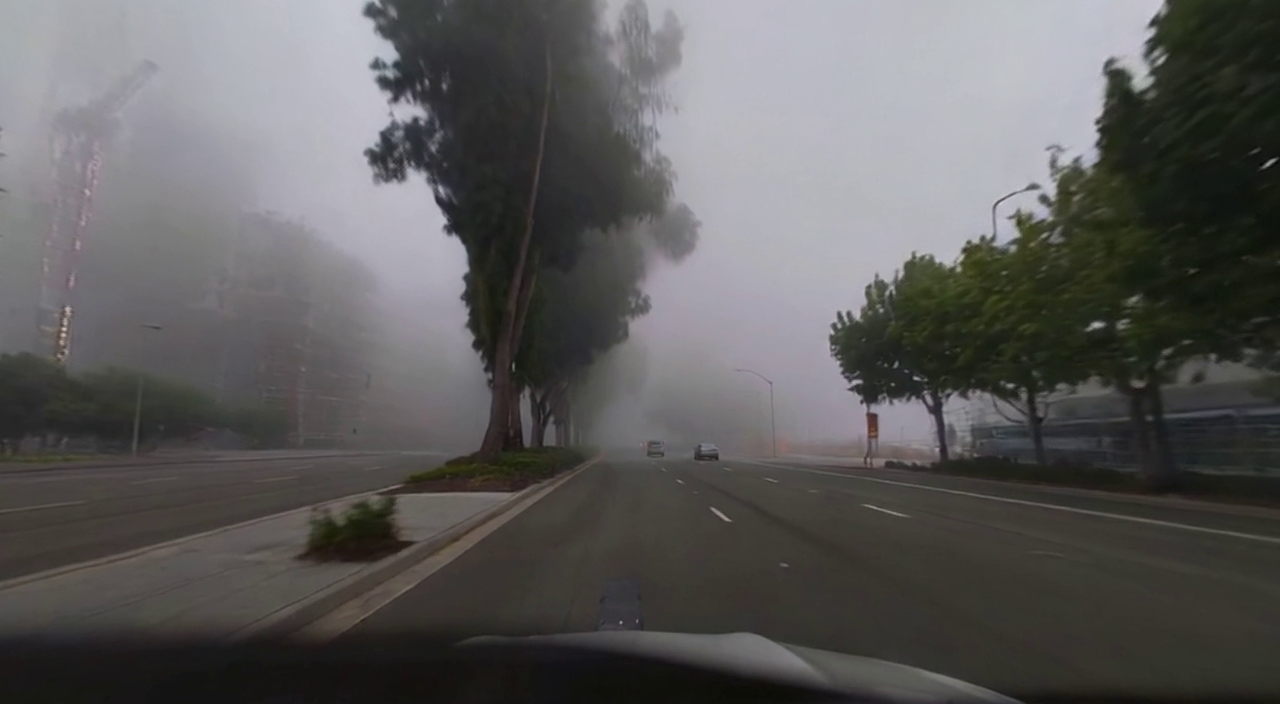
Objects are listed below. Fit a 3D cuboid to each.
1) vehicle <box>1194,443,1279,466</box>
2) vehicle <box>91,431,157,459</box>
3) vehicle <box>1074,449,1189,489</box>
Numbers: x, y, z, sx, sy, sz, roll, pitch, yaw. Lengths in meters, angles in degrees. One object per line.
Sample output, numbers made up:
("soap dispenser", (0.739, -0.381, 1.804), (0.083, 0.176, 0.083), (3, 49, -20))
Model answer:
("vehicle", (46.992, 8.019, 49.436), (5.212, 1.712, 2.040), (-8, -11, 41))
("vehicle", (-34.417, 6.200, 42.074), (5.202, 1.696, 2.228), (-7, -11, 38))
("vehicle", (27.016, 6.421, 35.002), (2.394, 1.893, 4.807), (2, -8, -3))
